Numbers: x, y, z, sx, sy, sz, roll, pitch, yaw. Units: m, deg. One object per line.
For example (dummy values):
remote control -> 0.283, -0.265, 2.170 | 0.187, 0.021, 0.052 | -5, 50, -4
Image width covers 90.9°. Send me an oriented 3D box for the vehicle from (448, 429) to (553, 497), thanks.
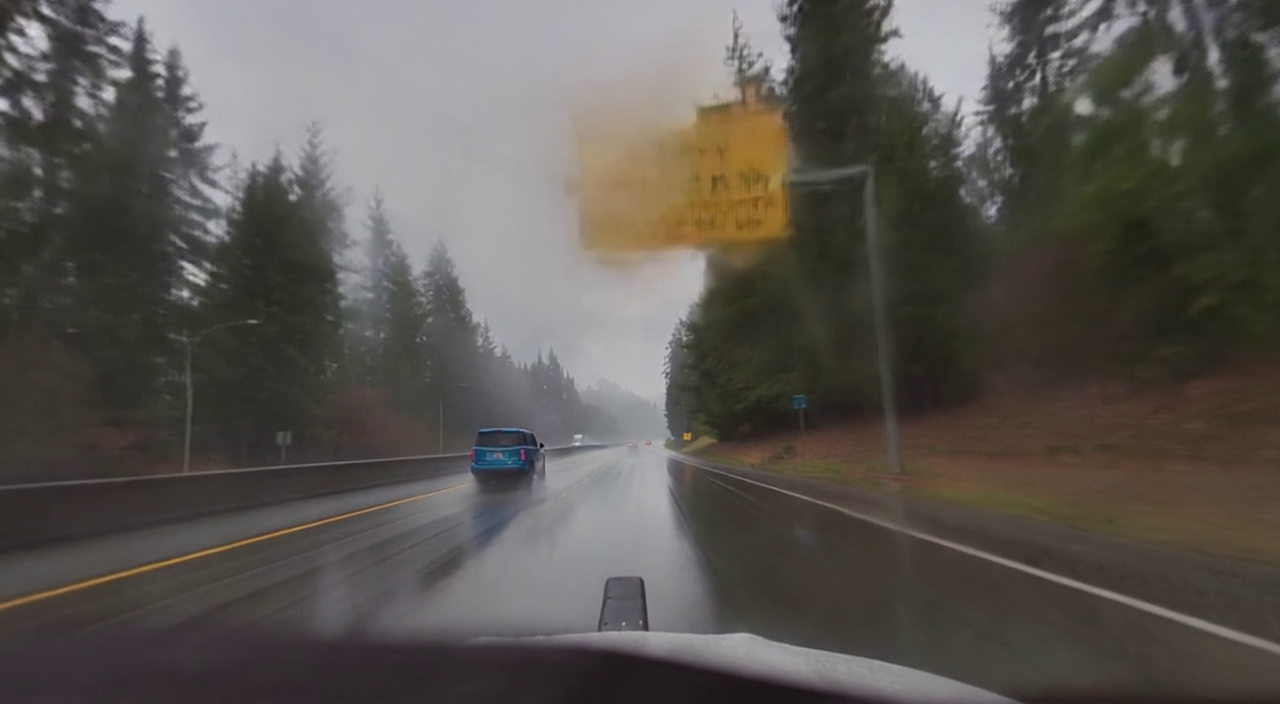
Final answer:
vehicle -> -3.954, 3.241, 18.778 | 2.084, 1.752, 4.479 | 0, -8, 0
